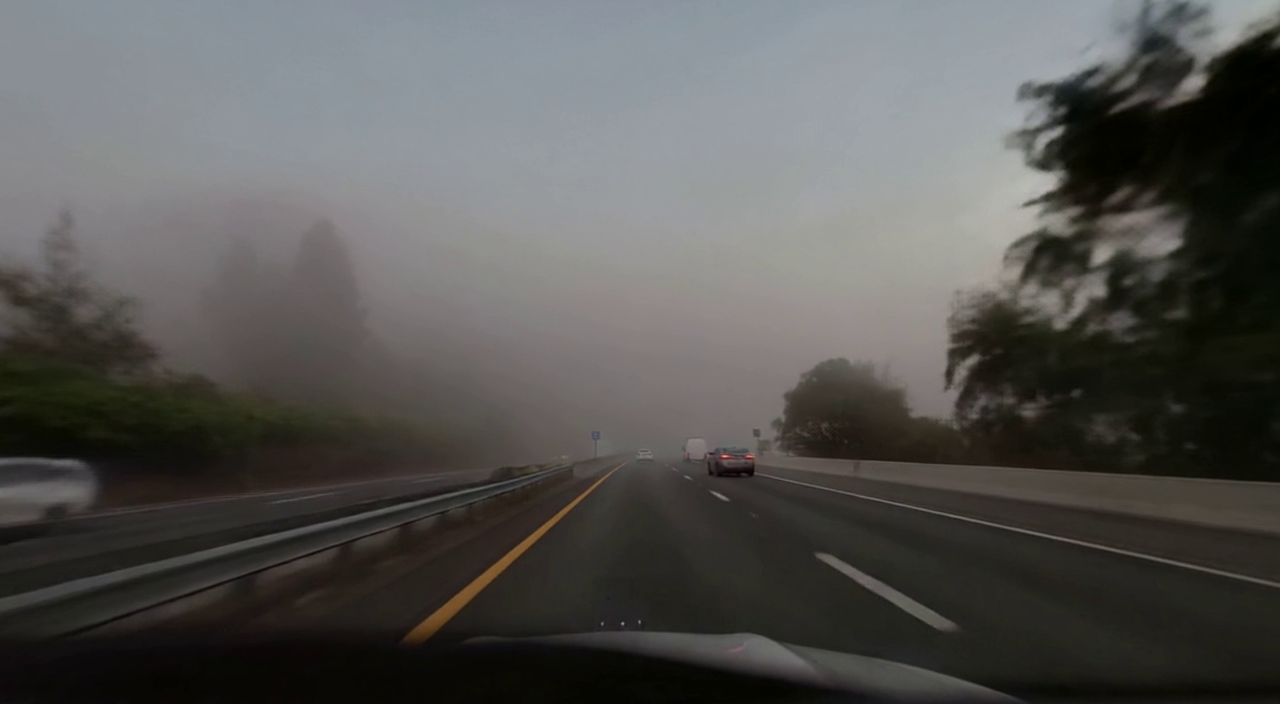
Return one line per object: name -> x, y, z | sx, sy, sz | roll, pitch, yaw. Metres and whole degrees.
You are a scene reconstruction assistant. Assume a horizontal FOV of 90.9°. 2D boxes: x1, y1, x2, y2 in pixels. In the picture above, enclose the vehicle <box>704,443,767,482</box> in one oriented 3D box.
vehicle -> 4.091, 4.803, 27.564 | 2.043, 1.542, 3.881 | 0, -9, -1
